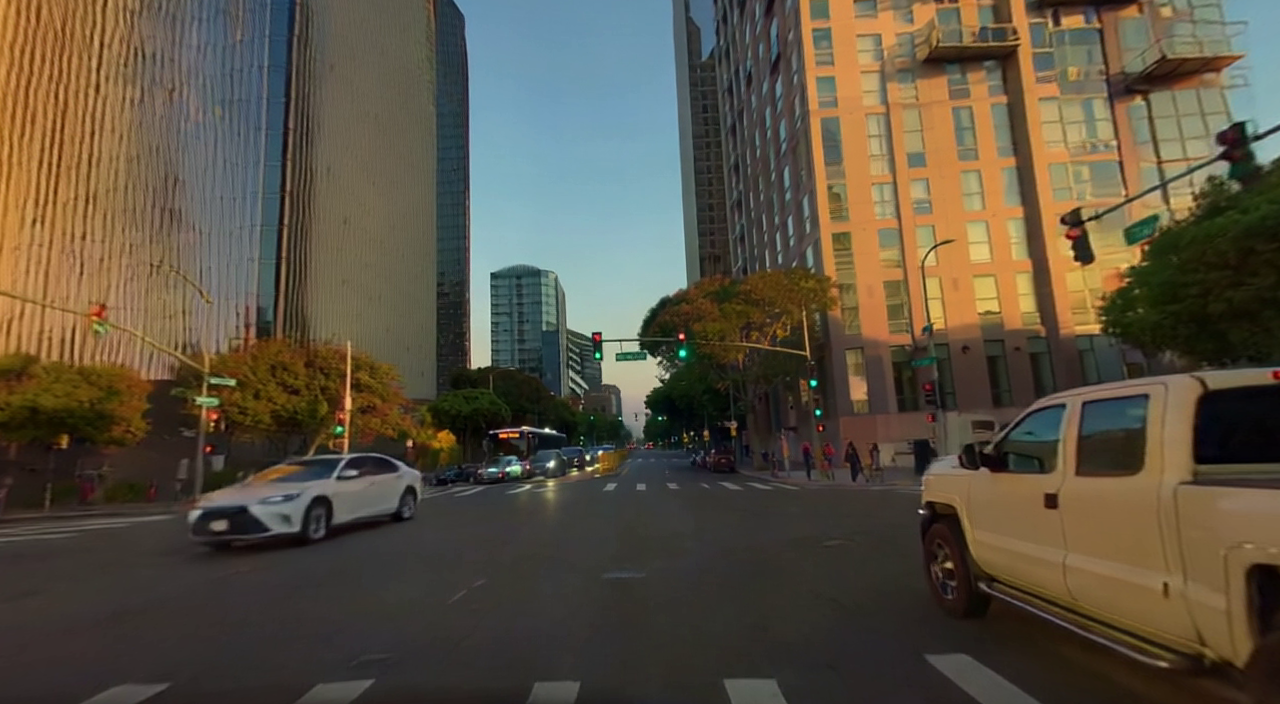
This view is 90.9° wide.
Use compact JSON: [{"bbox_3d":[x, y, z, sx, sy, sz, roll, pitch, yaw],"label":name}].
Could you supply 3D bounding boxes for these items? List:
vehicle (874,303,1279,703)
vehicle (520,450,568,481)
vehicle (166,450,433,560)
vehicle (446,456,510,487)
[{"bbox_3d":[3.317,0.931,3.345,2.118,1.848,5.426,0,-8,1],"label":"vehicle"},{"bbox_3d":[-5.437,6.501,36.343,1.997,1.610,4.144,0,-8,2],"label":"vehicle"},{"bbox_3d":[-5.582,2.524,11.313,1.956,1.457,4.958,0,-8,1],"label":"vehicle"},{"bbox_3d":[-9.103,6.732,35.818,2.003,1.489,4.656,-1,-8,6],"label":"vehicle"}]
